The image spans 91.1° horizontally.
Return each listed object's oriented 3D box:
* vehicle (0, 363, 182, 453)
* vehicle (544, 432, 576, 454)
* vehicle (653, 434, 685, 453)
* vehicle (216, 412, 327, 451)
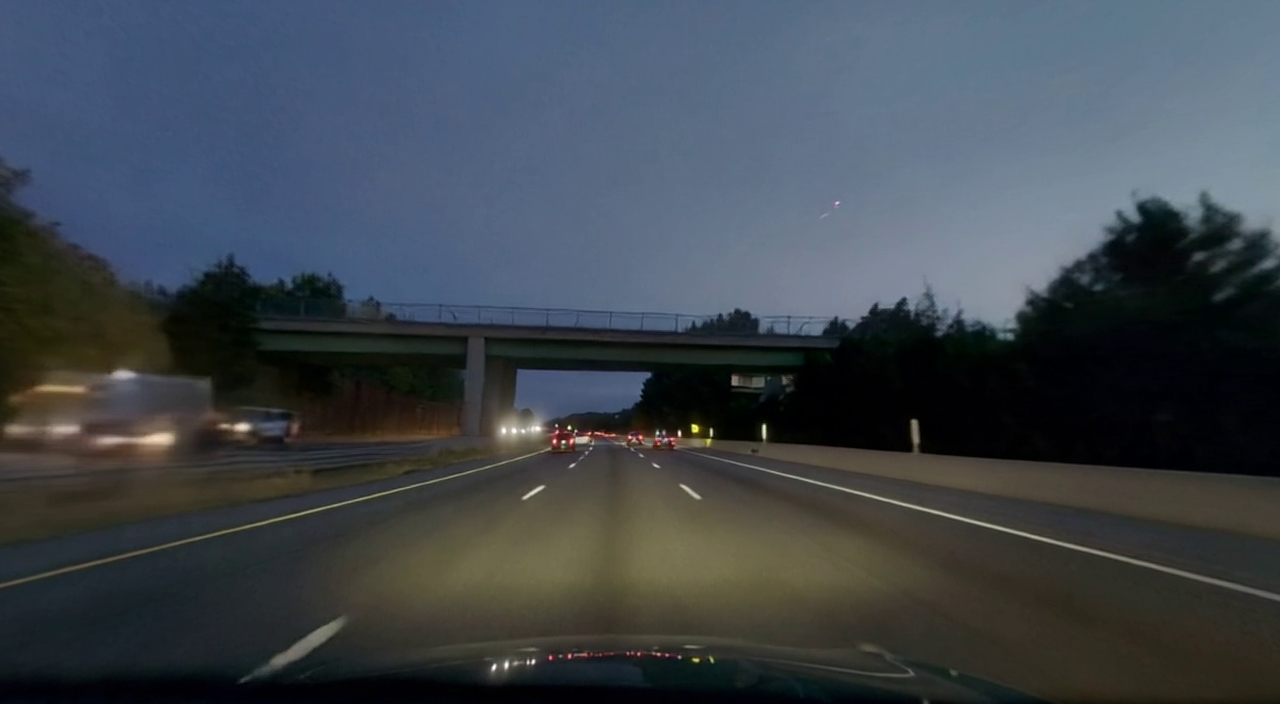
[{"bbox_3d":[-21.957,2.315,24.277,2.834,2.938,7.747,0,-8,-2],"label":"vehicle"},{"bbox_3d":[-5.700,6.554,45.409,1.966,1.460,3.519,0,-8,-2],"label":"vehicle"},{"bbox_3d":[2.120,6.820,46.975,1.999,1.329,3.913,1,-8,-3],"label":"vehicle"},{"bbox_3d":[-14.365,3.155,24.776,2.138,1.412,3.720,0,-8,-1],"label":"vehicle"}]
